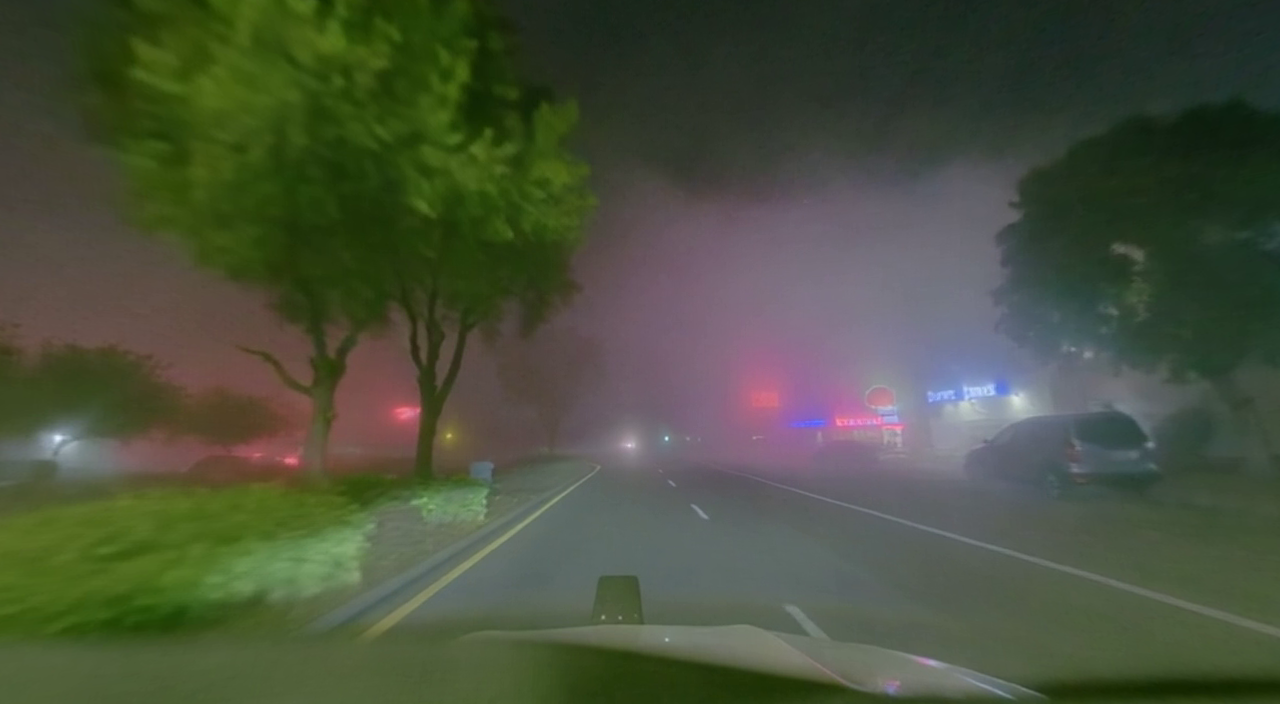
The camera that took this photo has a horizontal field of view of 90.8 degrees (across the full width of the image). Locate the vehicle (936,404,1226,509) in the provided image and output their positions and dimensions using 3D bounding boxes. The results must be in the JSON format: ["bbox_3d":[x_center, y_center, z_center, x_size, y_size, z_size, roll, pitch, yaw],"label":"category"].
[{"bbox_3d":[10.239,2.523,15.655,2.610,2.072,5.985,0,-8,-3],"label":"vehicle"}]

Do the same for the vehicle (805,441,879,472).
[{"bbox_3d":[10.138,5.262,32.125,2.034,1.437,4.728,0,-8,-2],"label":"vehicle"}]
